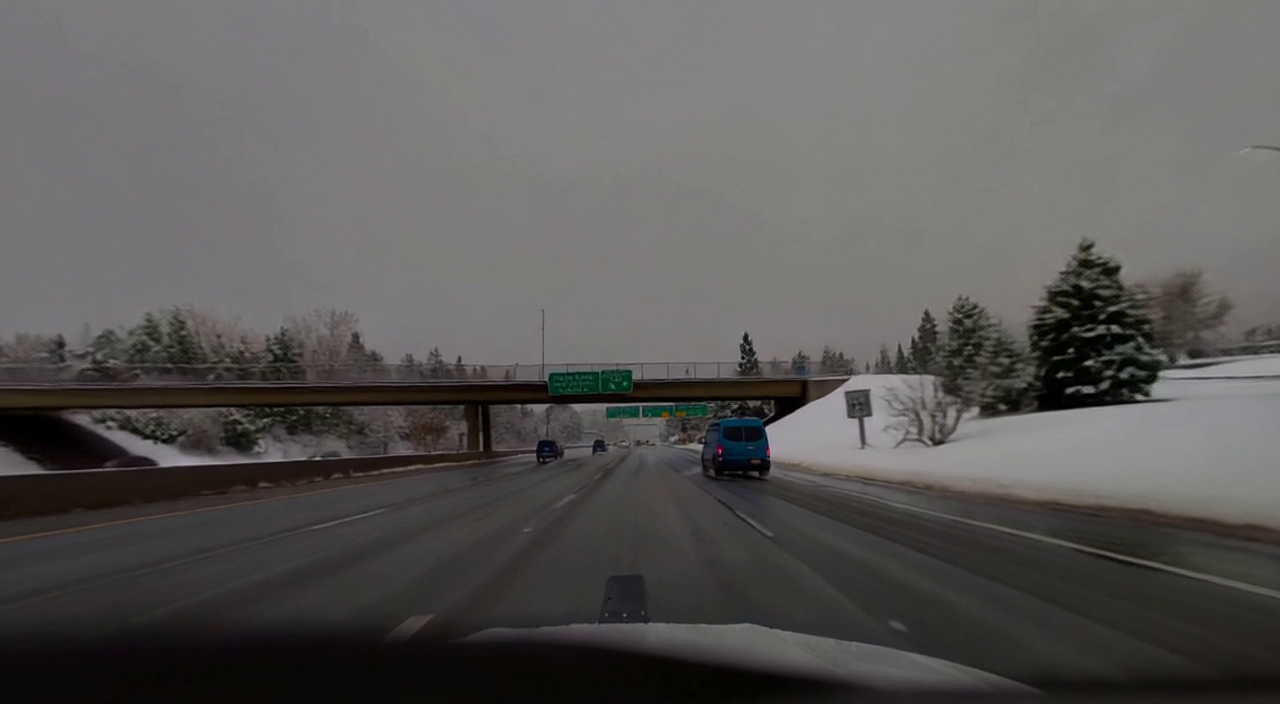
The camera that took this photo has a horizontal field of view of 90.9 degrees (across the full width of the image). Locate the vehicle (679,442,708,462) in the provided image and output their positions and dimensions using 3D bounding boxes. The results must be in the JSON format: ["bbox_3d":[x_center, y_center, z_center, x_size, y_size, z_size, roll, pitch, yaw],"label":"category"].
[{"bbox_3d":[4.200,7.889,49.779,1.883,1.456,4.044,0,-8,-1],"label":"vehicle"}]

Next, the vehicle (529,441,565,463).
[{"bbox_3d":[-7.246,7.873,49.695,2.068,1.632,4.623,-1,-8,1],"label":"vehicle"}]

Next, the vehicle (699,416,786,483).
[{"bbox_3d":[3.767,3.739,24.323,2.347,2.234,5.352,0,-8,-1],"label":"vehicle"}]

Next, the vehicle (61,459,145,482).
[{"bbox_3d":[-37.820,8.335,44.581,1.866,1.477,4.659,0,-8,0],"label":"vehicle"}]
